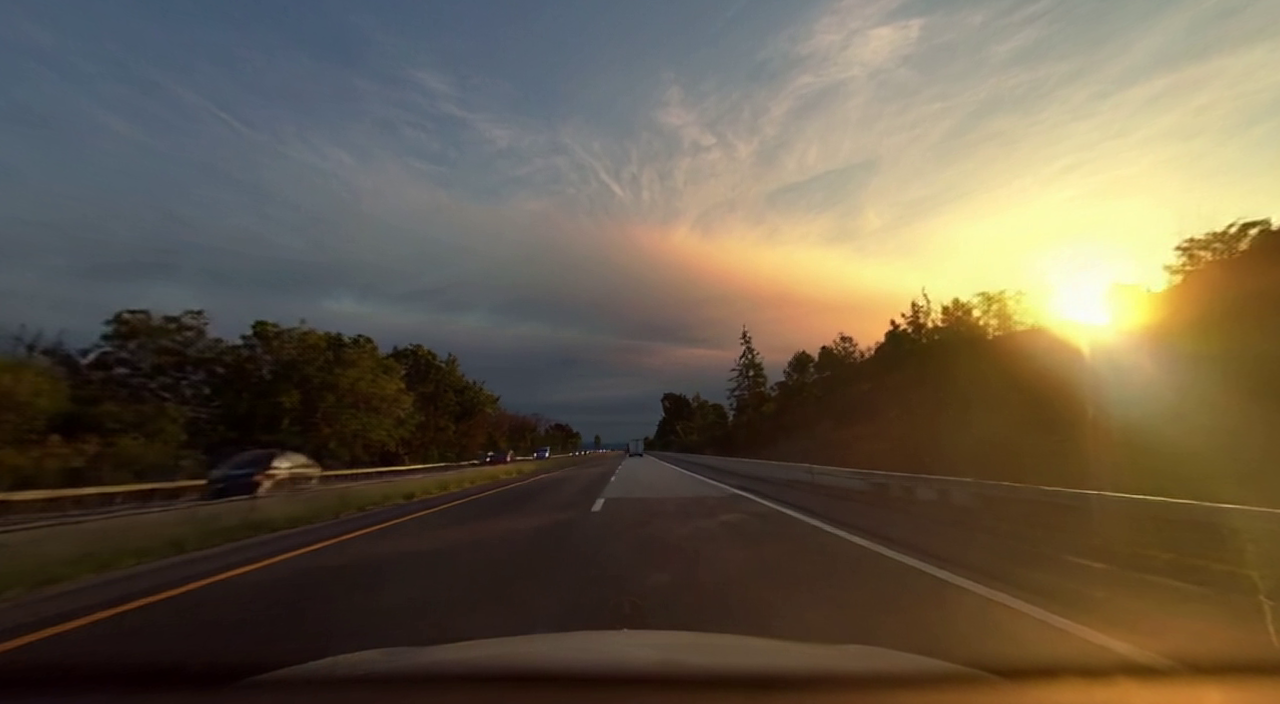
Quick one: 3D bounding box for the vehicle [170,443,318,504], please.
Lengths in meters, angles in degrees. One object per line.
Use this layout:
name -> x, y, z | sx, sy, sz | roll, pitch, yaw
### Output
vehicle -> -12.421, 3.800, 20.192 | 1.971, 1.698, 4.364 | 0, -9, -1
